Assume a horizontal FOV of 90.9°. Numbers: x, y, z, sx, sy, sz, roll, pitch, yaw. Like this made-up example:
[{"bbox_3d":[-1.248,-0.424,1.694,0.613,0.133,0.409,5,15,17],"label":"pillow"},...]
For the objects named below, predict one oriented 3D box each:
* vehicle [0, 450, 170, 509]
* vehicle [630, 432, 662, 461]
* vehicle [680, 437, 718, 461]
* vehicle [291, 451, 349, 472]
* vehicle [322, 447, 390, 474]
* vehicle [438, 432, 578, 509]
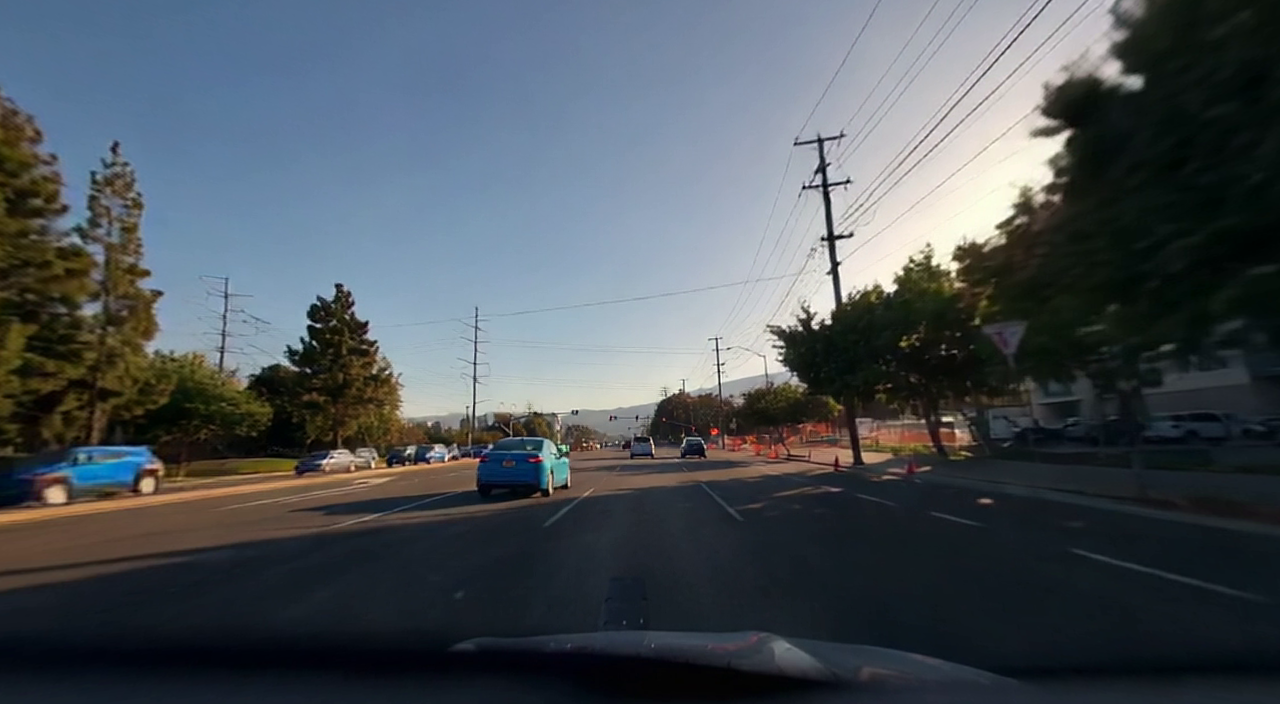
[{"bbox_3d":[-16.856,3.792,19.203,1.879,1.545,3.943,0,-8,2],"label":"vehicle"},{"bbox_3d":[0.368,6.364,42.712,2.060,1.845,4.151,0,-8,0],"label":"vehicle"},{"bbox_3d":[3.869,6.484,42.310,2.142,1.475,4.565,0,-8,0],"label":"vehicle"},{"bbox_3d":[-23.679,8.106,46.890,1.868,1.473,4.776,0,-9,-1],"label":"vehicle"},{"bbox_3d":[-16.756,6.406,37.497,1.913,1.488,4.507,0,-8,0],"label":"vehicle"},{"bbox_3d":[-2.805,2.640,14.696,2.087,1.480,4.825,0,-8,2],"label":"vehicle"}]
